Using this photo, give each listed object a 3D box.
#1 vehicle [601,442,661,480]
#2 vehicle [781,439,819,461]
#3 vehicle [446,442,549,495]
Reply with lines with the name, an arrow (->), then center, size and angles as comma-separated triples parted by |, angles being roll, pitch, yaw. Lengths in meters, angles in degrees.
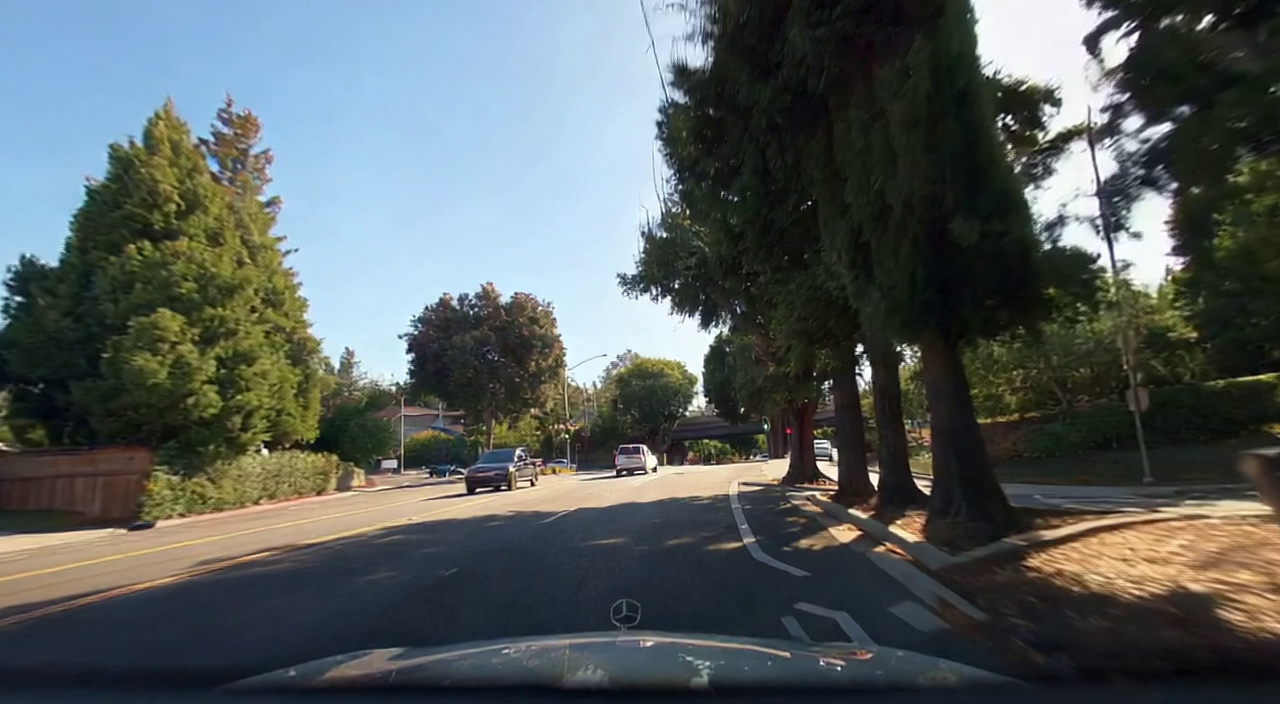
vehicle -> -0.312, 4.897, 28.717 | 1.997, 1.542, 4.202 | -1, -9, 9
vehicle -> 11.784, 7.169, 46.198 | 2.058, 1.475, 4.587 | -3, -9, 22
vehicle -> -5.493, 4.569, 25.336 | 2.177, 1.871, 5.550 | -1, -9, 7
